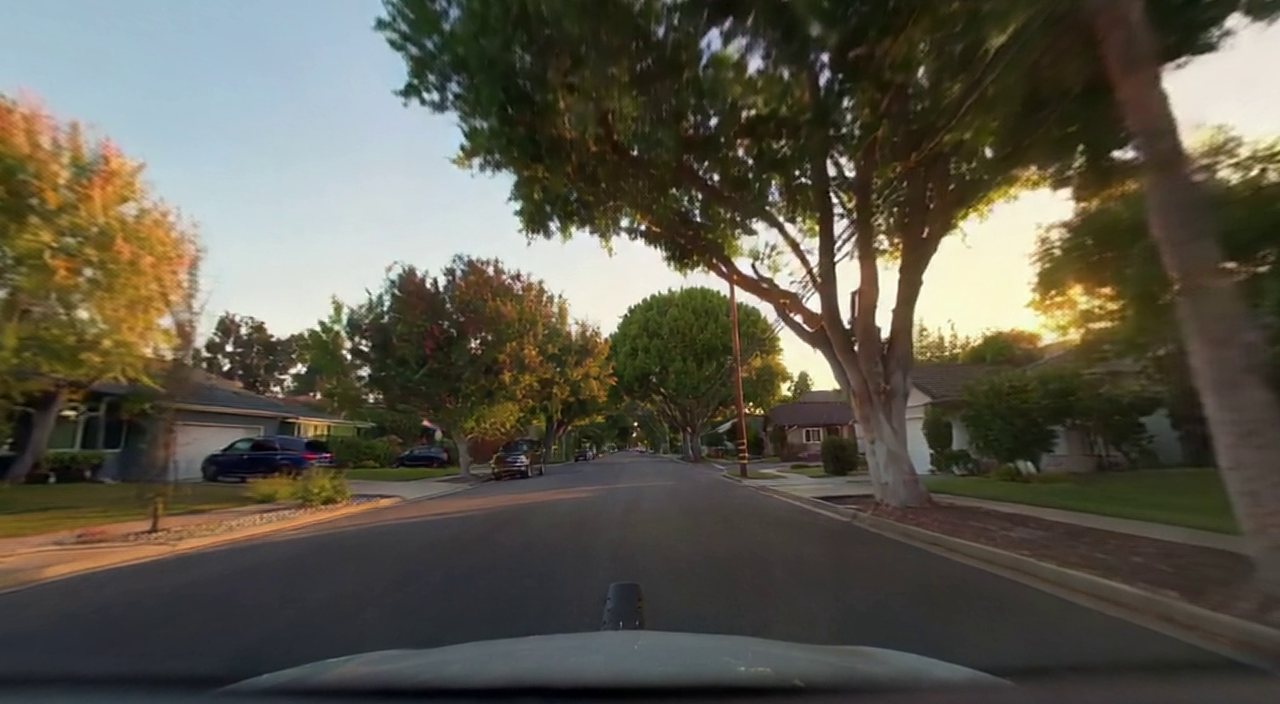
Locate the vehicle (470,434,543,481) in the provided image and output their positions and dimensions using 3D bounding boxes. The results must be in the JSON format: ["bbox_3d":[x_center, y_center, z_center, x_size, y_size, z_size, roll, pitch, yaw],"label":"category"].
[{"bbox_3d":[-6.832,5.560,33.252,2.739,2.164,6.065,-1,-10,-2],"label":"vehicle"}]

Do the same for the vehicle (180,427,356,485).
[{"bbox_3d":[-13.505,3.801,23.200,5.033,1.997,2.126,0,-9,-1],"label":"vehicle"}]
